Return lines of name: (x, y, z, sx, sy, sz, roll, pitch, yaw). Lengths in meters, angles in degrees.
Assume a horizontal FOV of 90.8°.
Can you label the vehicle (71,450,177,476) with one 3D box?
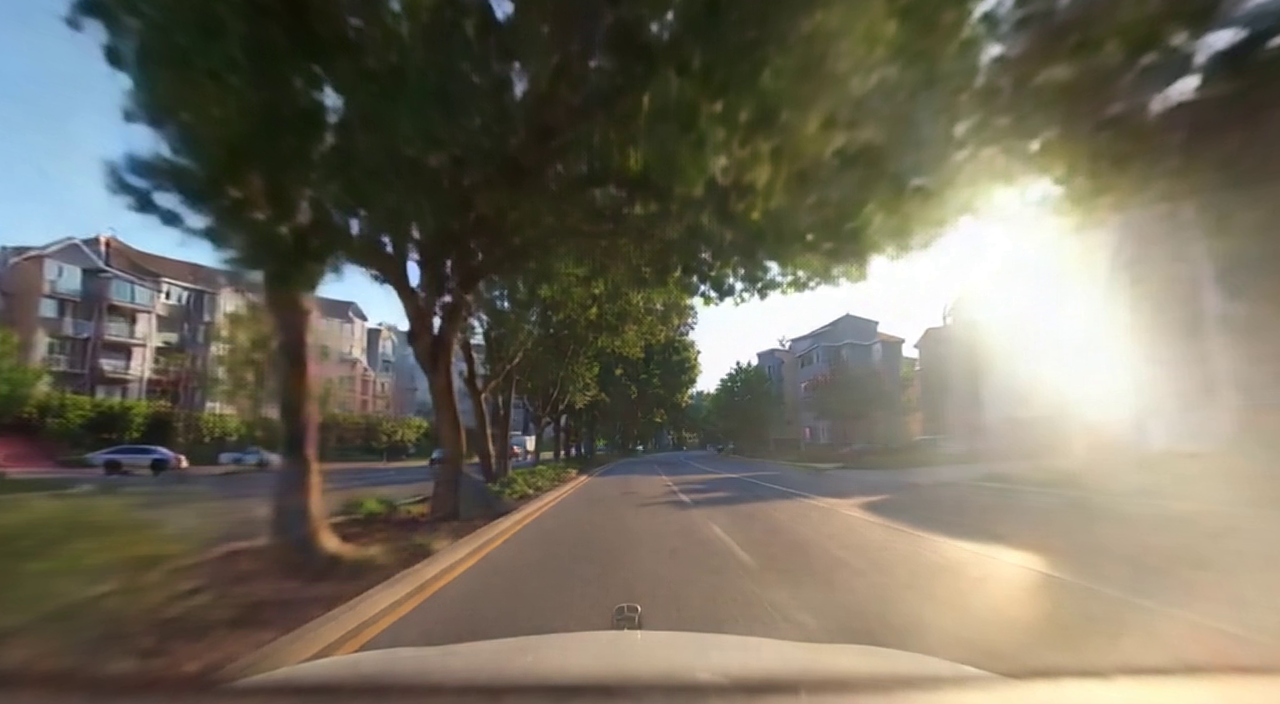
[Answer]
vehicle: (-34.076, 7.325, 41.838, 5.184, 1.645, 1.977, 1, -9, -1)
